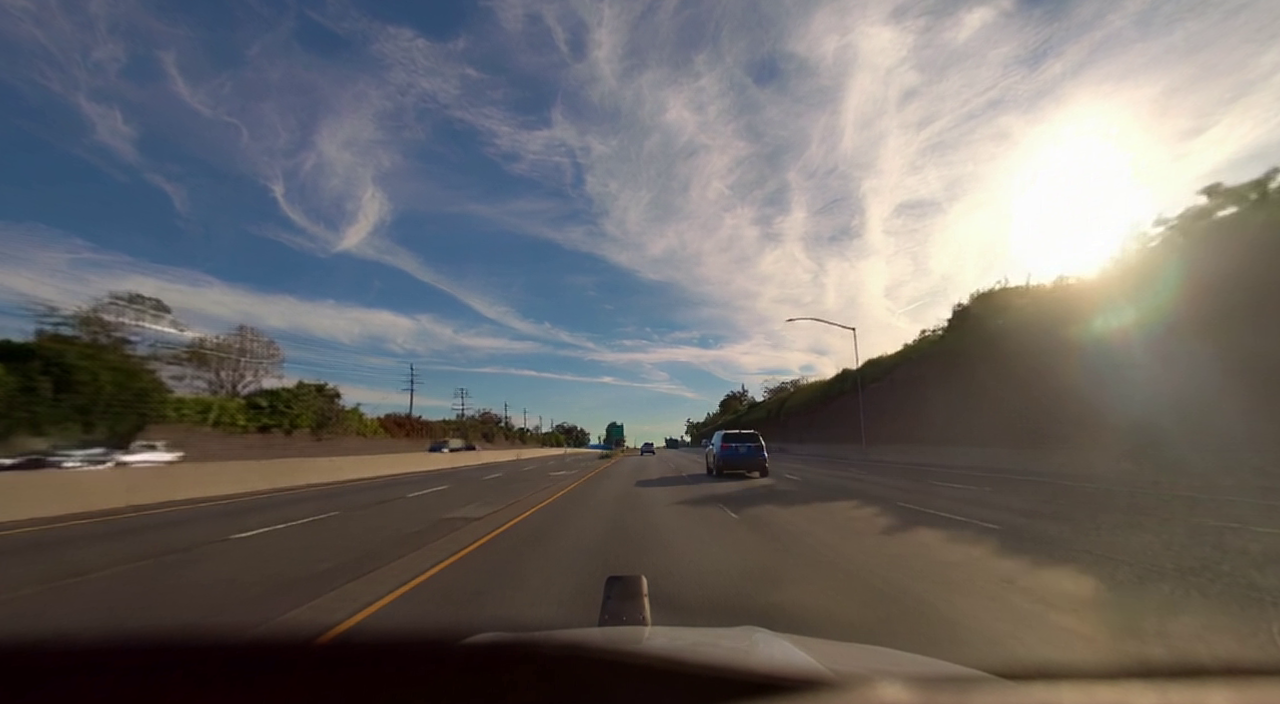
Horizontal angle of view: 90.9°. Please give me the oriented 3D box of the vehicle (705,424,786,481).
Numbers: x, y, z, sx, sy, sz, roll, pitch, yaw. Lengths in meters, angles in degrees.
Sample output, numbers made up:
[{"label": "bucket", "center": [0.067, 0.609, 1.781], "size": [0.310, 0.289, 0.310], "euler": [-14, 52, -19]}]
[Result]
[{"label": "vehicle", "center": [3.684, 3.614, 22.824], "size": [2.120, 1.832, 4.287], "euler": [0, -8, -1]}]

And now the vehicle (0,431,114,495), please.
[{"label": "vehicle", "center": [-20.516, 2.886, 15.629], "size": [2.950, 1.863, 14.401], "euler": [0, -8, -1]}]
